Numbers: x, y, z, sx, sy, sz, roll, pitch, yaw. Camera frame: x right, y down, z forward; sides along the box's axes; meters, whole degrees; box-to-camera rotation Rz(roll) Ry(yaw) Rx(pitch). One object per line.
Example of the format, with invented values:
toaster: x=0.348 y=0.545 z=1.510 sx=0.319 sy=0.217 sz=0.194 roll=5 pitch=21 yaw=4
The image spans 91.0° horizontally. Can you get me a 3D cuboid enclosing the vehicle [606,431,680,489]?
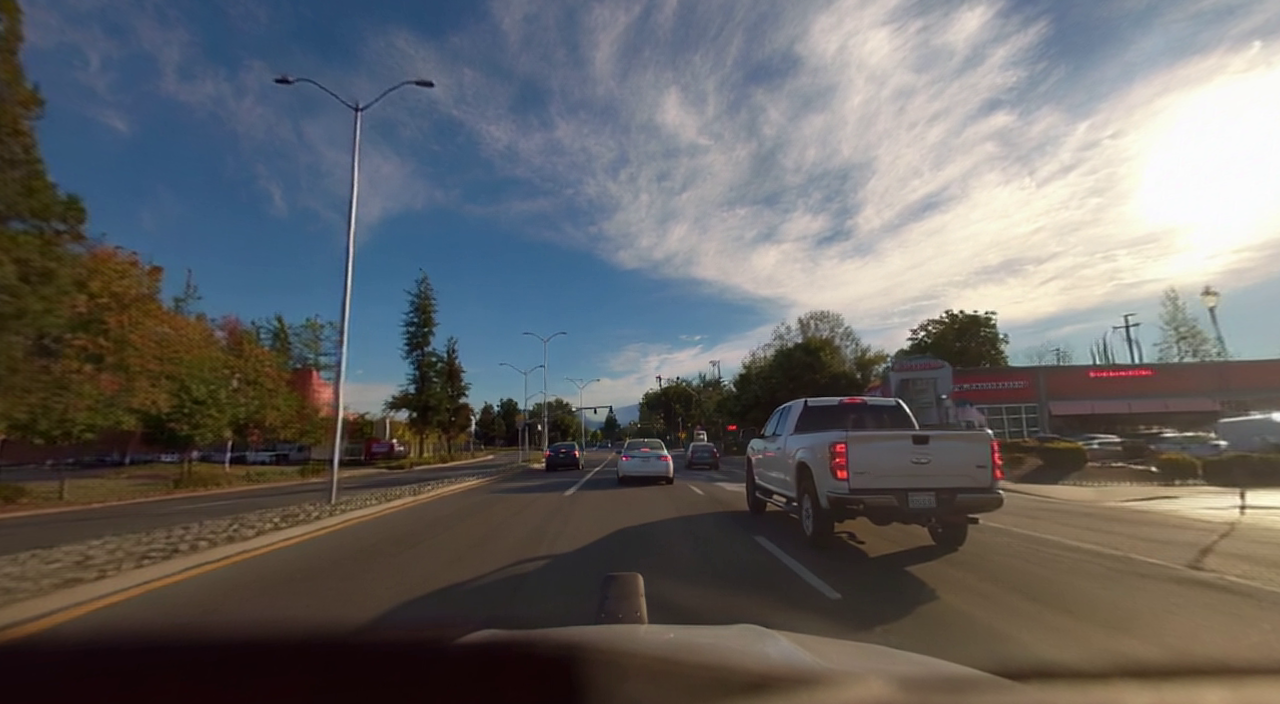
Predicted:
vehicle: x=0.031 y=3.450 z=20.429 sx=2.145 sy=1.650 sz=4.021 roll=0 pitch=-8 yaw=-2

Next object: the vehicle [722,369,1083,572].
vehicle: x=3.134 y=1.665 z=9.641 sx=2.731 sy=2.101 sz=6.047 roll=0 pitch=-8 yaw=-2

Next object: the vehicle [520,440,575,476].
vehicle: x=-4.104 y=4.755 z=28.503 sx=1.960 sy=1.475 sz=4.161 roll=0 pitch=-8 yaw=-1

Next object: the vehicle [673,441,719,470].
vehicle: x=2.898 y=5.503 z=33.660 sx=1.970 sy=1.464 sz=4.249 roll=0 pitch=-8 yaw=-1

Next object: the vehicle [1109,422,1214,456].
vehicle: x=28.778 y=4.844 z=34.851 sx=3.992 sy=1.669 sz=1.803 roll=-3 pitch=-9 yaw=3
